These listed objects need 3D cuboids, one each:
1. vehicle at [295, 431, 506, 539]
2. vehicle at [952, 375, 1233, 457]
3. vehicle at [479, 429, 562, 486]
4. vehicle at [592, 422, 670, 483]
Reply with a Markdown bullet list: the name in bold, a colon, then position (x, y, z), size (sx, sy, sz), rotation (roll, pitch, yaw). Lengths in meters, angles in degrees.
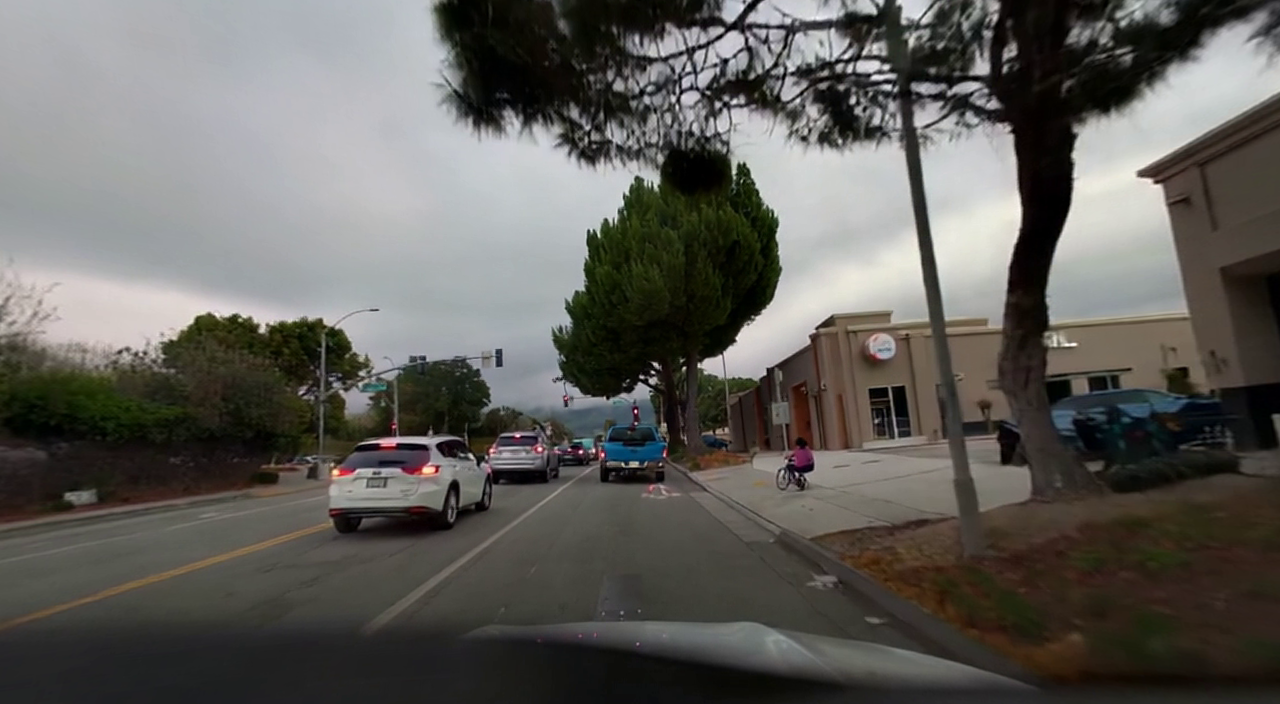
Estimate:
- **vehicle**: position (-3.770, 2.164, 10.897), size (2.064, 1.486, 4.140), rotation (0, -9, -1)
- **vehicle**: position (8.692, 1.302, 12.341), size (4.159, 1.416, 2.049), rotation (1, -9, -11)
- **vehicle**: position (-3.972, 3.603, 21.867), size (2.046, 1.750, 4.452), rotation (0, -9, -1)
- **vehicle**: position (-0.349, 3.507, 22.185), size (2.426, 1.882, 5.027), rotation (0, -9, -2)
